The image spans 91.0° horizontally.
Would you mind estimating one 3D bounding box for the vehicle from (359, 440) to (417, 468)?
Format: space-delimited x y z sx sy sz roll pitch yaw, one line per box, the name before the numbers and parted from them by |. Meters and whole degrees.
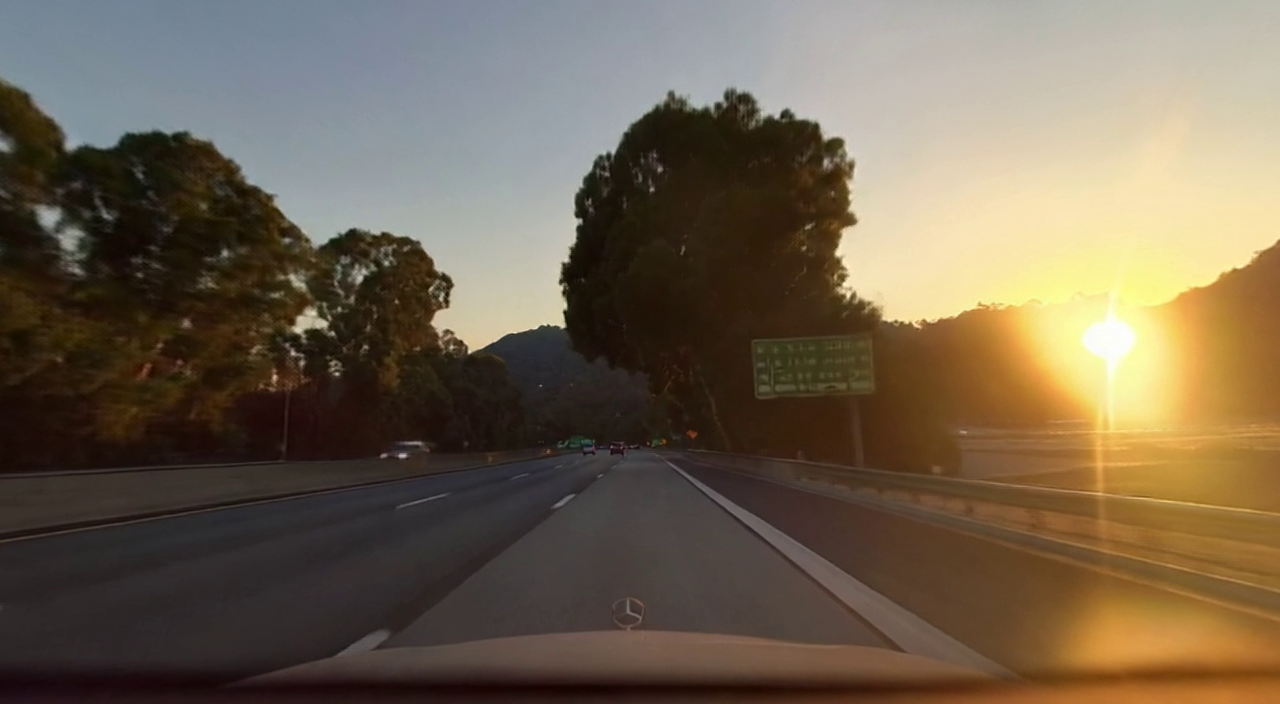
vehicle | -17.797 7.228 44.733 2.020 1.845 4.972 0 -8 1
